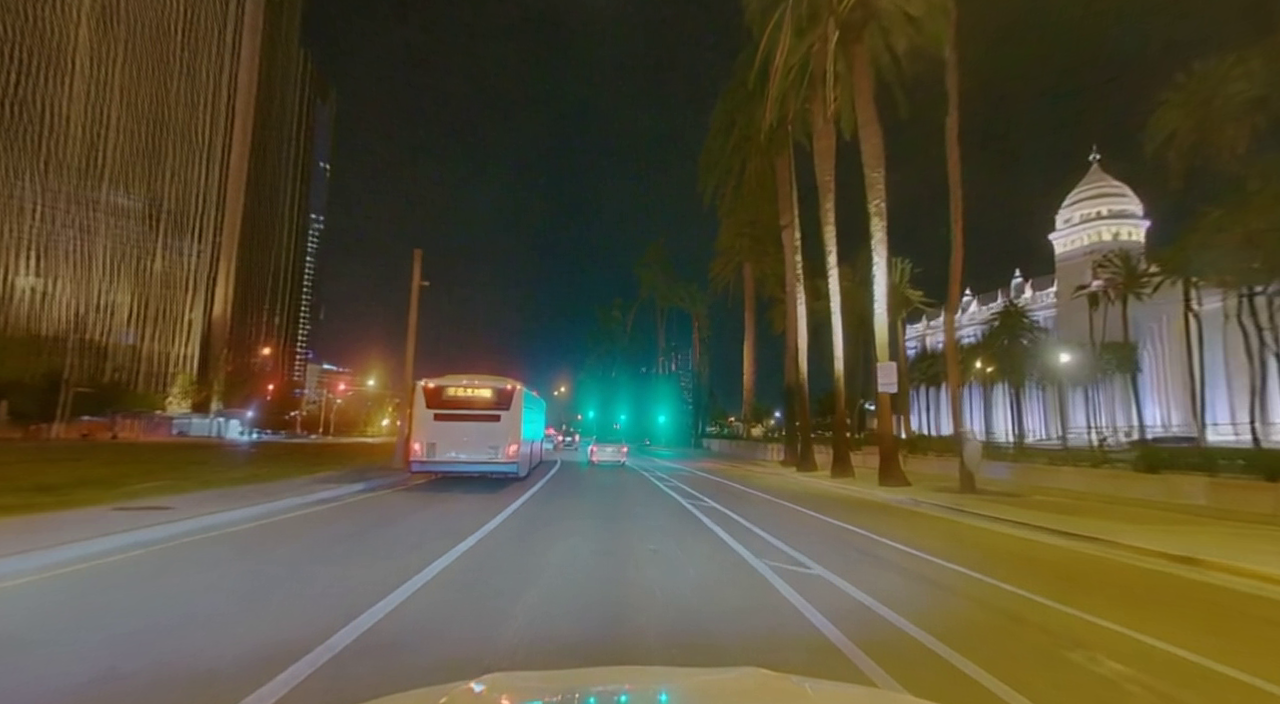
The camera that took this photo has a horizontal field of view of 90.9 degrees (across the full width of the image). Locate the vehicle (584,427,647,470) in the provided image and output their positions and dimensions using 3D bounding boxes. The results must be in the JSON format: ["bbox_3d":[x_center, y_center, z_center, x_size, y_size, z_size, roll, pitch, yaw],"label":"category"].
[{"bbox_3d":[-1.076,3.788,24.992,2.107,1.481,4.097,3,-8,-7],"label":"vehicle"}]

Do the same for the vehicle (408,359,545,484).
[{"bbox_3d":[-4.676,2.287,19.935,2.678,3.042,8.474,2,-8,-5],"label":"vehicle"}]

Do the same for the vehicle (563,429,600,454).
[{"bbox_3d":[-3.831,5.818,40.975,1.993,1.452,3.873,3,-8,-10],"label":"vehicle"}]
